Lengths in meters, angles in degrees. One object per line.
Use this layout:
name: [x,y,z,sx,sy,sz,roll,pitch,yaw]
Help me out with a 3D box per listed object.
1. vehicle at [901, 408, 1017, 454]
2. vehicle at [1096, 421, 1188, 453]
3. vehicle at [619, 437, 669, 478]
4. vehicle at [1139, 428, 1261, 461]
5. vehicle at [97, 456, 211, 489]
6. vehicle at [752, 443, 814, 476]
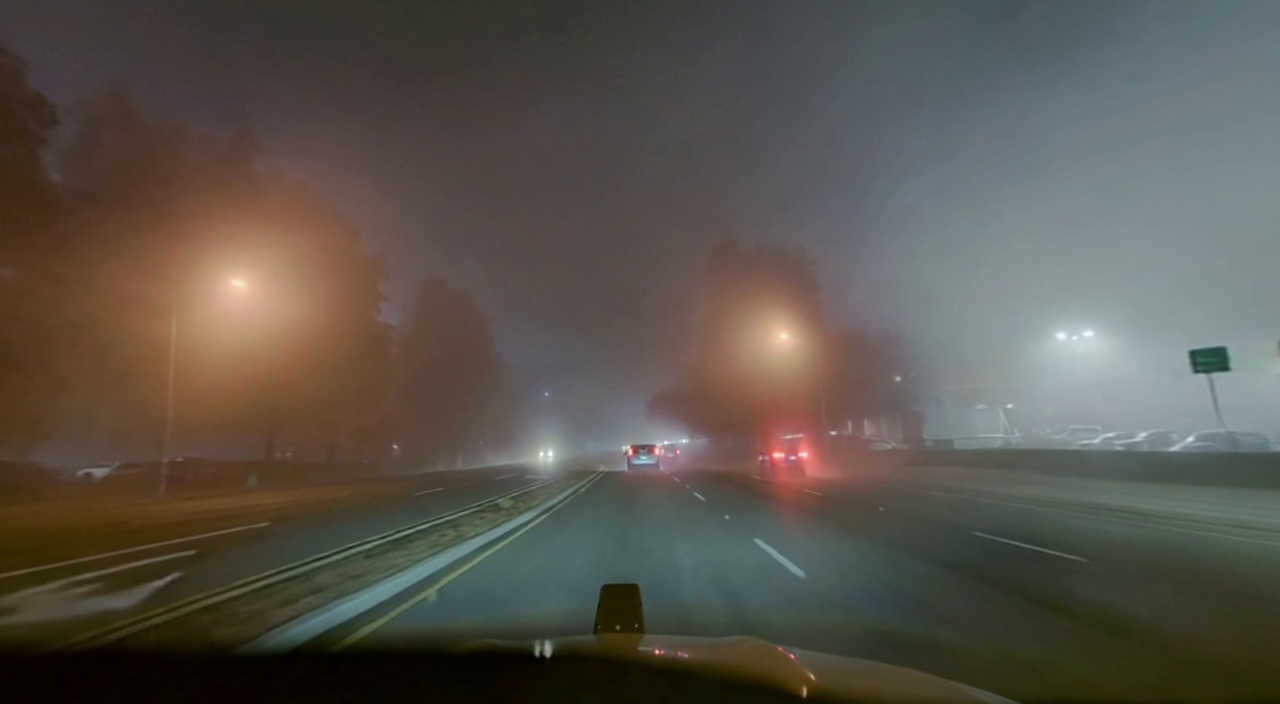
vehicle: [24.146,6.054,48.070,7.258,3.283,2.680,-1,-9,0]
vehicle: [30.066,5.175,38.058,2.138,1.531,4.436,-3,-11,6]
vehicle: [0.102,5.014,30.217,2.227,1.794,4.457,0,-9,-2]
vehicle: [26.018,4.364,29.559,1.887,1.419,4.191,-1,-9,1]
vehicle: [-26.857,6.662,35.026,4.541,1.676,2.063,-1,-9,0]
vehicle: [7.197,5.474,32.309,2.029,1.548,4.422,0,-9,-2]
